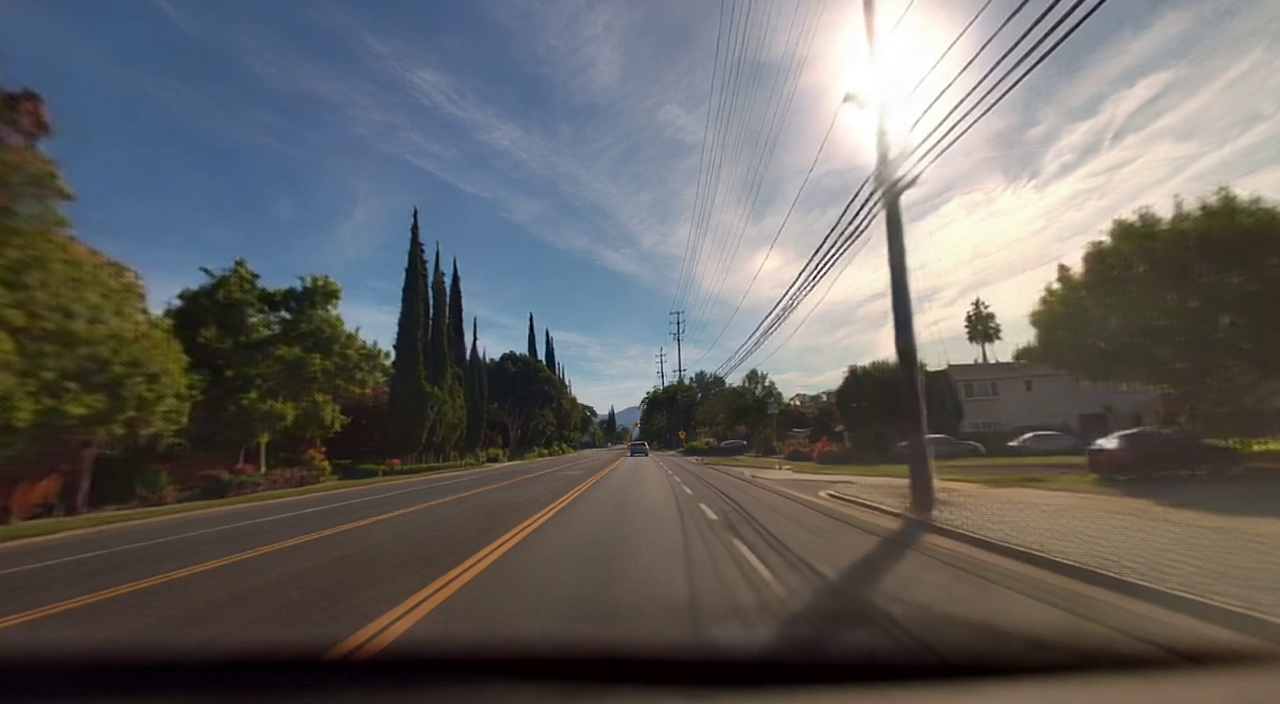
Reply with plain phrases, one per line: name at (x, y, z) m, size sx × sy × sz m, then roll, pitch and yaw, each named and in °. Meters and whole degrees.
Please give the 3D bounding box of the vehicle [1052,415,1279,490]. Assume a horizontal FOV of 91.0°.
vehicle at (12.310, 2.380, 15.139) m, size 1.846 × 1.523 × 4.492 m, roll 0°, pitch -8°, yaw 2°

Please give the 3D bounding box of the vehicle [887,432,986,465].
vehicle at (14.368, 4.692, 30.641) m, size 3.855 × 1.548 × 1.937 m, roll 0°, pitch -9°, yaw -4°
